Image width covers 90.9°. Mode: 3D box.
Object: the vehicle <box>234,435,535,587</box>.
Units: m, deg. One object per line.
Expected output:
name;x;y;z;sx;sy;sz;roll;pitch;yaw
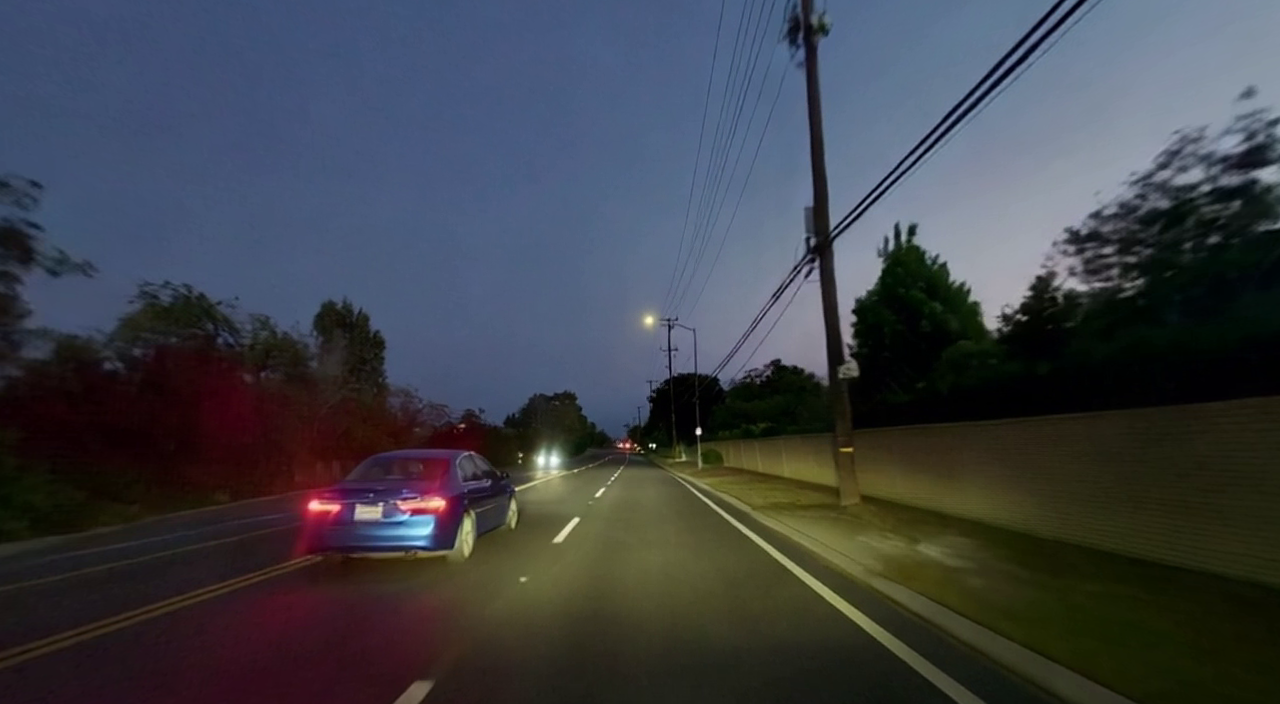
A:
vehicle;-3.028;1.995;8.967;2.085;1.512;5.023;-1;-8;1
